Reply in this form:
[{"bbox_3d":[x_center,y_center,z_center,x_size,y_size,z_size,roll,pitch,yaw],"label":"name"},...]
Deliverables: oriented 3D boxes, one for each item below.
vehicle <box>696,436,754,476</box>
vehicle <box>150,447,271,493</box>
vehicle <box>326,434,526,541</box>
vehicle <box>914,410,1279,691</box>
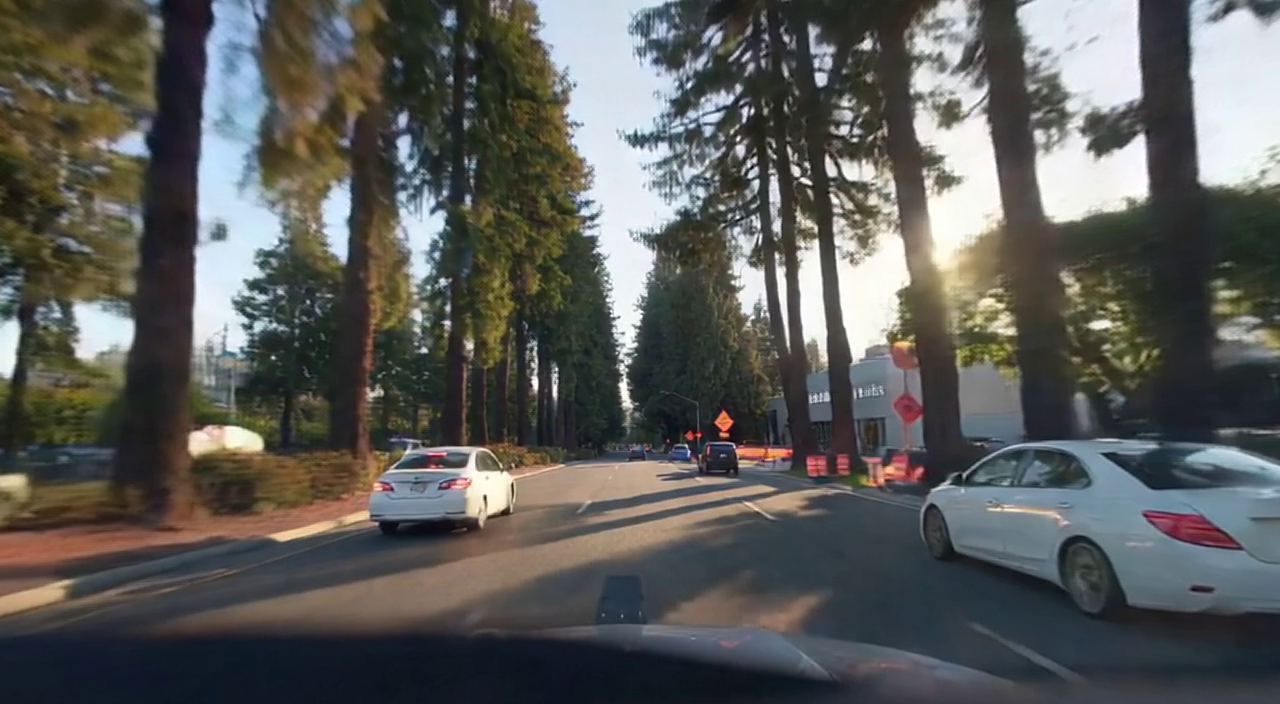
[{"bbox_3d":[4.141,5.180,31.638,2.159,1.793,4.735,0,-9,-1],"label":"vehicle"},{"bbox_3d":[-17.822,4.883,26.539,1.905,1.713,4.517,0,-9,0],"label":"vehicle"},{"bbox_3d":[-3.358,2.202,10.909,2.020,1.474,4.098,0,-9,0],"label":"vehicle"},{"bbox_3d":[4.108,1.348,5.343,1.827,1.491,3.743,0,-9,-1],"label":"vehicle"}]
